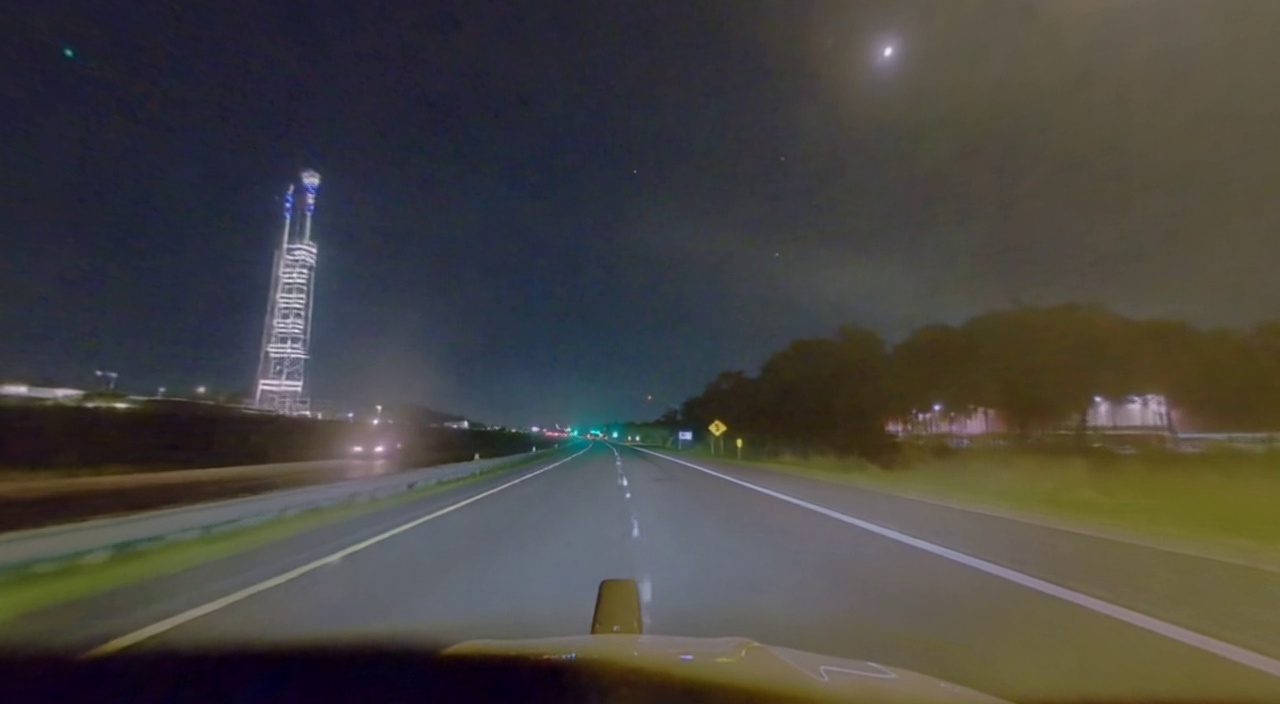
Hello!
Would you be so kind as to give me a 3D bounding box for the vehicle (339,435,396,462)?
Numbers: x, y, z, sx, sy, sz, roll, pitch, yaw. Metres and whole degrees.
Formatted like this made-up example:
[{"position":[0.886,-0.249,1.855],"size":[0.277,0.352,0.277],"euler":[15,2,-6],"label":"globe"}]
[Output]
[{"position":[-17.753,6.282,41.221],"size":[1.922,1.630,4.437],"euler":[0,-8,-2],"label":"vehicle"}]
